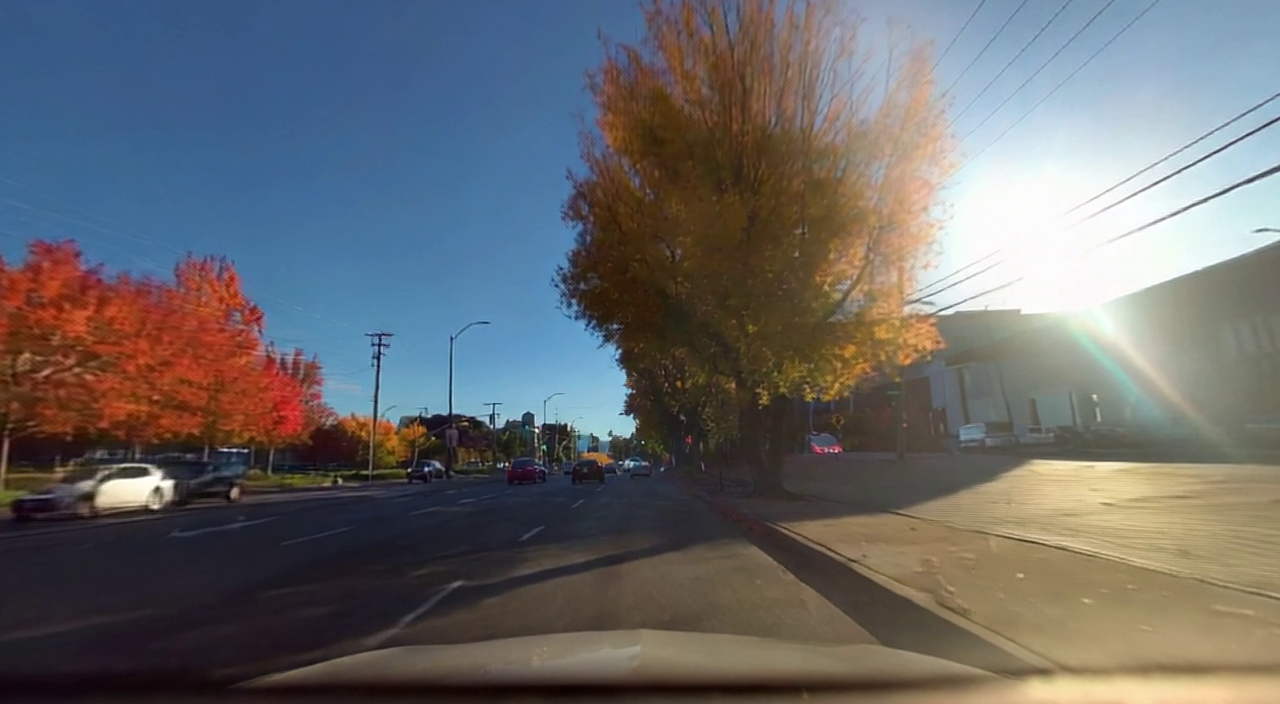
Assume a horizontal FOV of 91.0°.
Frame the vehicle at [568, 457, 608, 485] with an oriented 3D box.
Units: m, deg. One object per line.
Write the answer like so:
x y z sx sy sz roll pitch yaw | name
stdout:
-3.315 7.656 40.819 2.085 1.663 4.513 0 -9 2 | vehicle

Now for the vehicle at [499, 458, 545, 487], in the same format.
-7.179 7.369 38.774 1.932 1.596 4.247 0 -9 1 | vehicle

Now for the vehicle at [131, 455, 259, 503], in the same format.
-19.446 5.530 27.890 2.057 1.886 4.884 0 -9 0 | vehicle

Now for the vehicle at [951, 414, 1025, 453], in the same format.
24.836 5.959 45.254 2.347 2.576 5.846 0 -9 5 | vehicle

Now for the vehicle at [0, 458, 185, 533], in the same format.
-13.542 3.341 15.235 1.909 1.502 4.355 1 -9 -3 | vehicle
